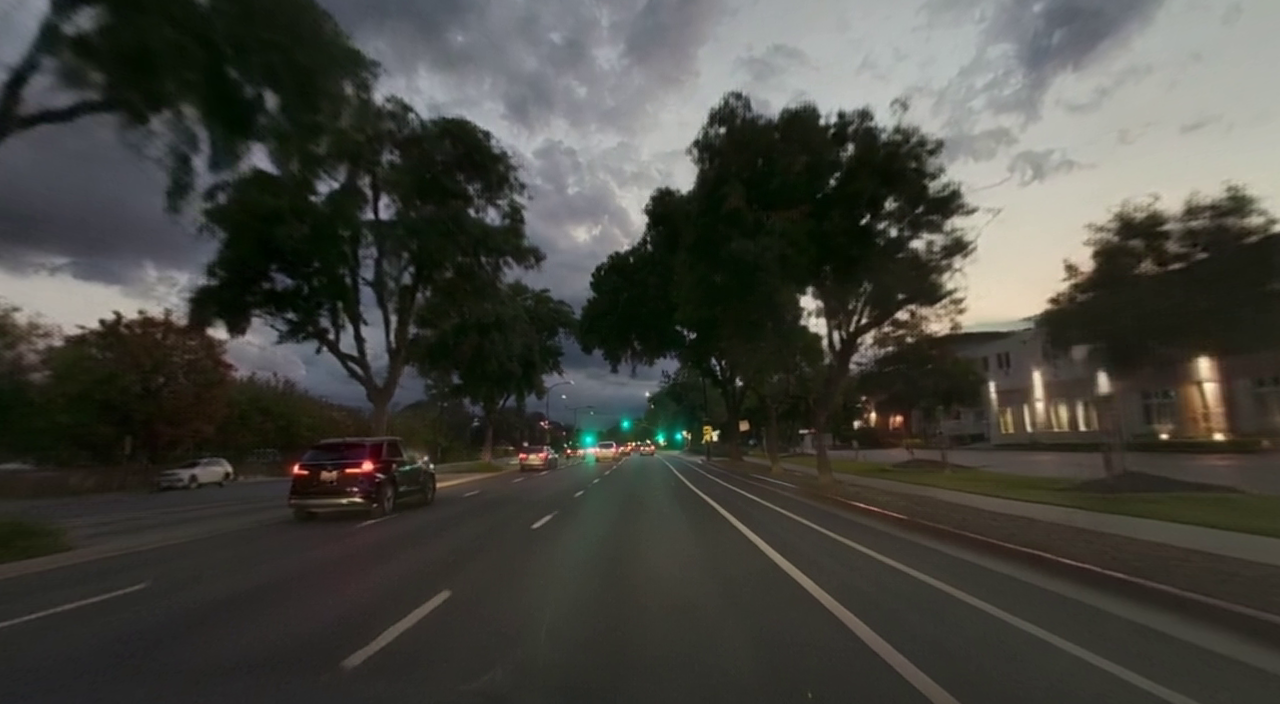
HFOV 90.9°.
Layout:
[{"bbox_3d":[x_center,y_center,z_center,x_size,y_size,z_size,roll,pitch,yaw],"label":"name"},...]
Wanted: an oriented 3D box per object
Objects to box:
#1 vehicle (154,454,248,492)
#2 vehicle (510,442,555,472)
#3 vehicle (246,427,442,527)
[{"bbox_3d":[-25.231,6.916,36.474,2.031,1.862,4.761,-1,-8,0],"label":"vehicle"},{"bbox_3d":[-6.509,6.363,38.504,1.985,1.708,4.310,0,-9,0],"label":"vehicle"},{"bbox_3d":[-6.008,2.571,13.559,2.123,1.761,4.322,0,-9,0],"label":"vehicle"}]
